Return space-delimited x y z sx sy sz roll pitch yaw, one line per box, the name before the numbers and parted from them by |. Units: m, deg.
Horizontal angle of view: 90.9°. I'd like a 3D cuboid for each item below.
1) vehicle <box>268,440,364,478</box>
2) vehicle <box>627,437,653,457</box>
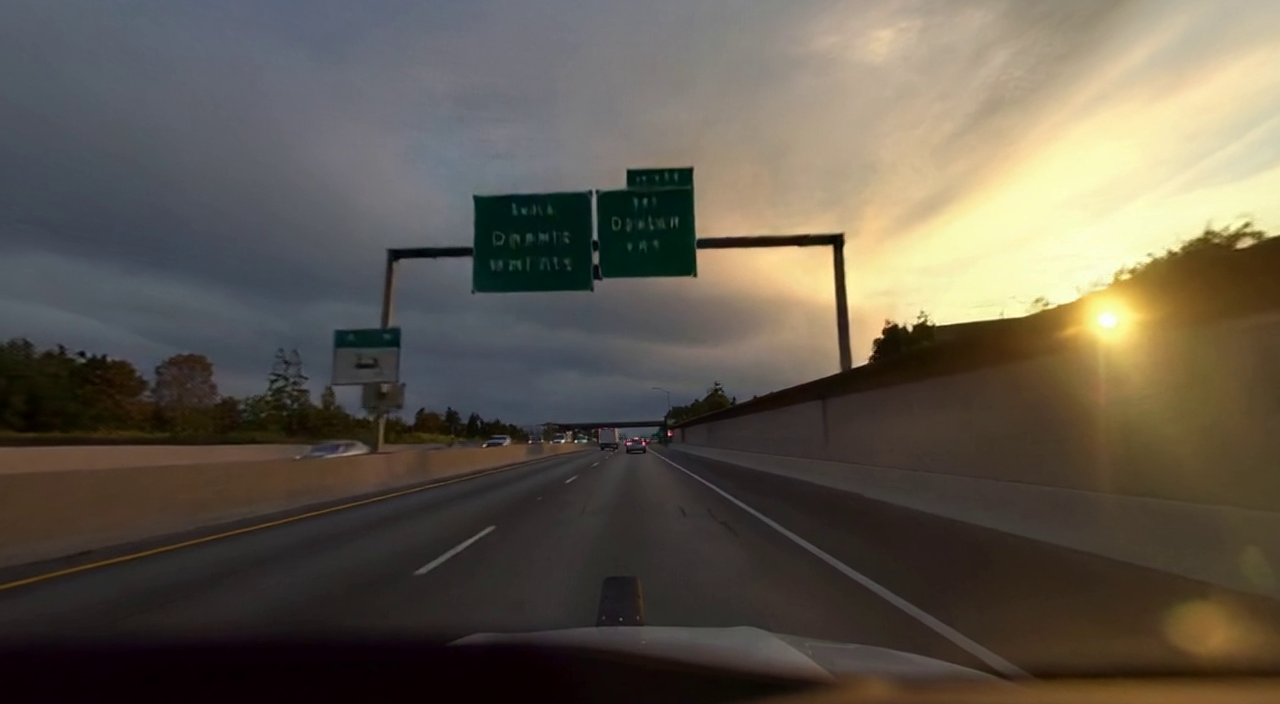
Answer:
vehicle | -14.617 4.810 28.744 1.903 1.549 4.611 0 -8 0
vehicle | -0.009 7.483 49.739 2.030 1.523 4.114 0 -8 0
